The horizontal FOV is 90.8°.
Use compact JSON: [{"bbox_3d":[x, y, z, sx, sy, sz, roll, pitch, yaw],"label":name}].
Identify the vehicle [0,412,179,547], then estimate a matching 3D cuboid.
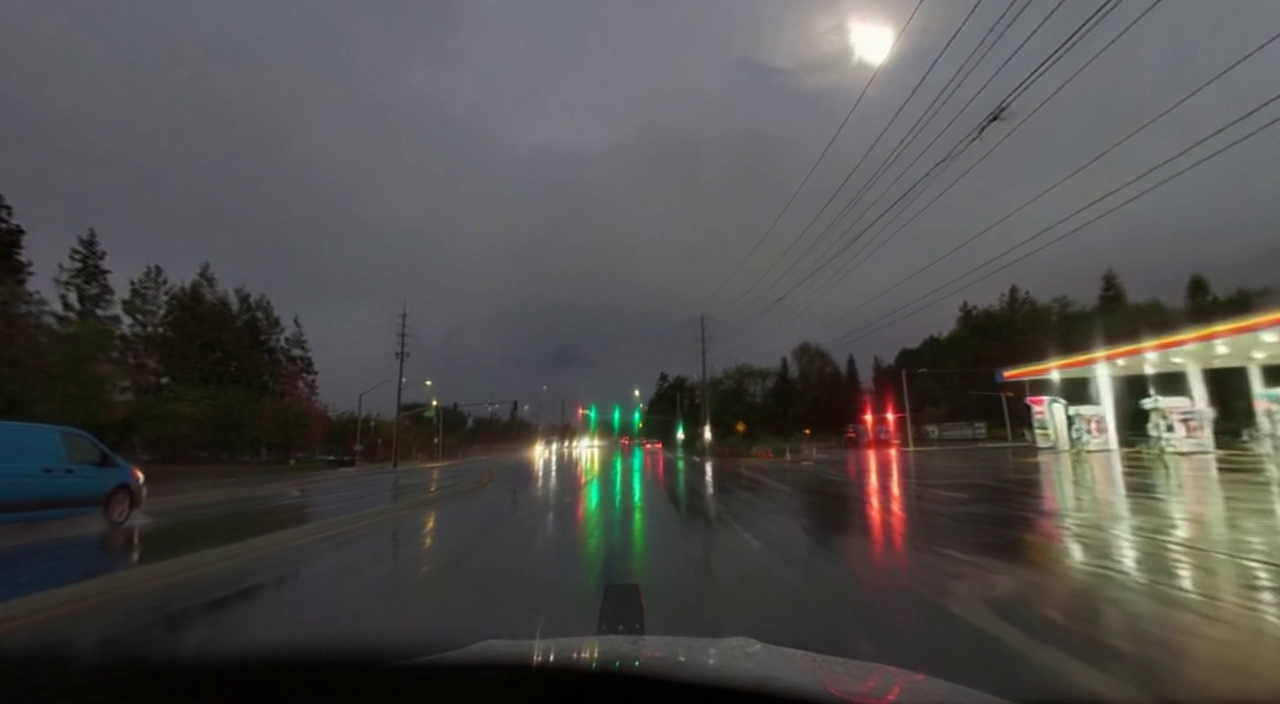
[{"bbox_3d":[-9.897,1.874,9.461,2.149,1.848,4.961,0,-8,1],"label":"vehicle"}]
